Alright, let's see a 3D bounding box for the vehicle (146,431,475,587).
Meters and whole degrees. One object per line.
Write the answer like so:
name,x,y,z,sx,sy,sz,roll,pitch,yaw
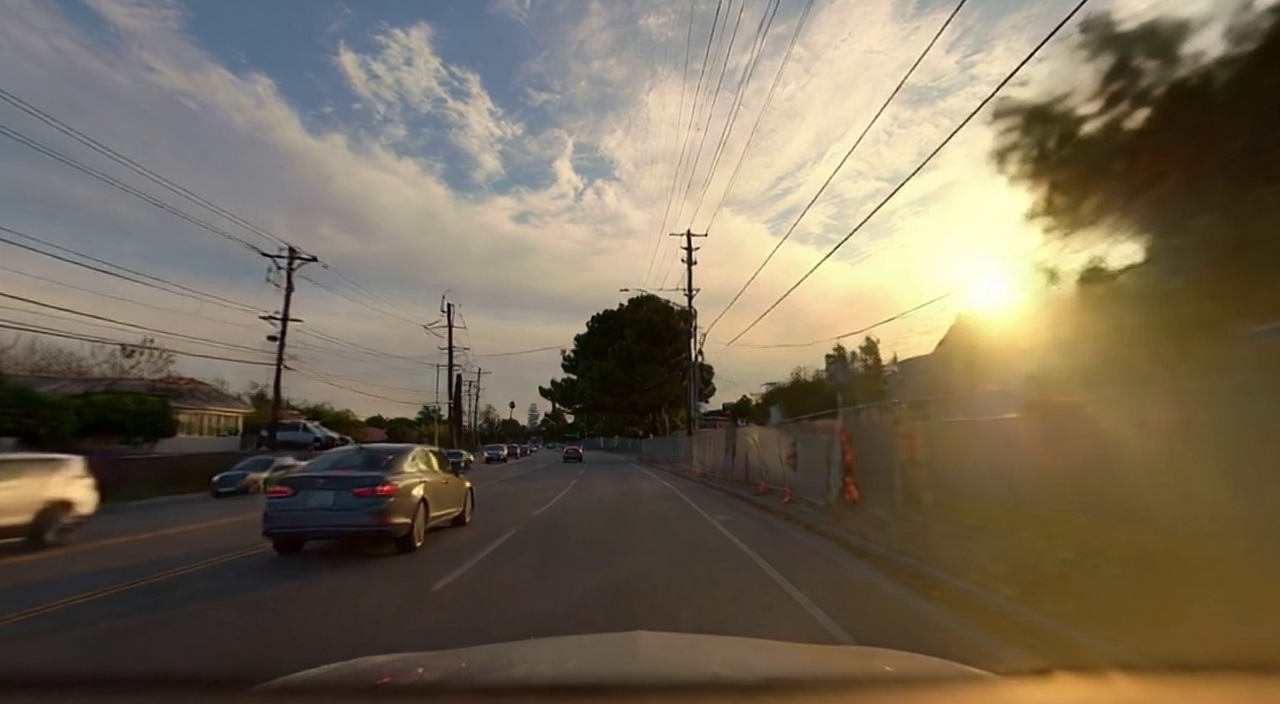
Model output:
vehicle,-3.816,1.857,8.451,2.020,1.489,4.469,1,-8,0
